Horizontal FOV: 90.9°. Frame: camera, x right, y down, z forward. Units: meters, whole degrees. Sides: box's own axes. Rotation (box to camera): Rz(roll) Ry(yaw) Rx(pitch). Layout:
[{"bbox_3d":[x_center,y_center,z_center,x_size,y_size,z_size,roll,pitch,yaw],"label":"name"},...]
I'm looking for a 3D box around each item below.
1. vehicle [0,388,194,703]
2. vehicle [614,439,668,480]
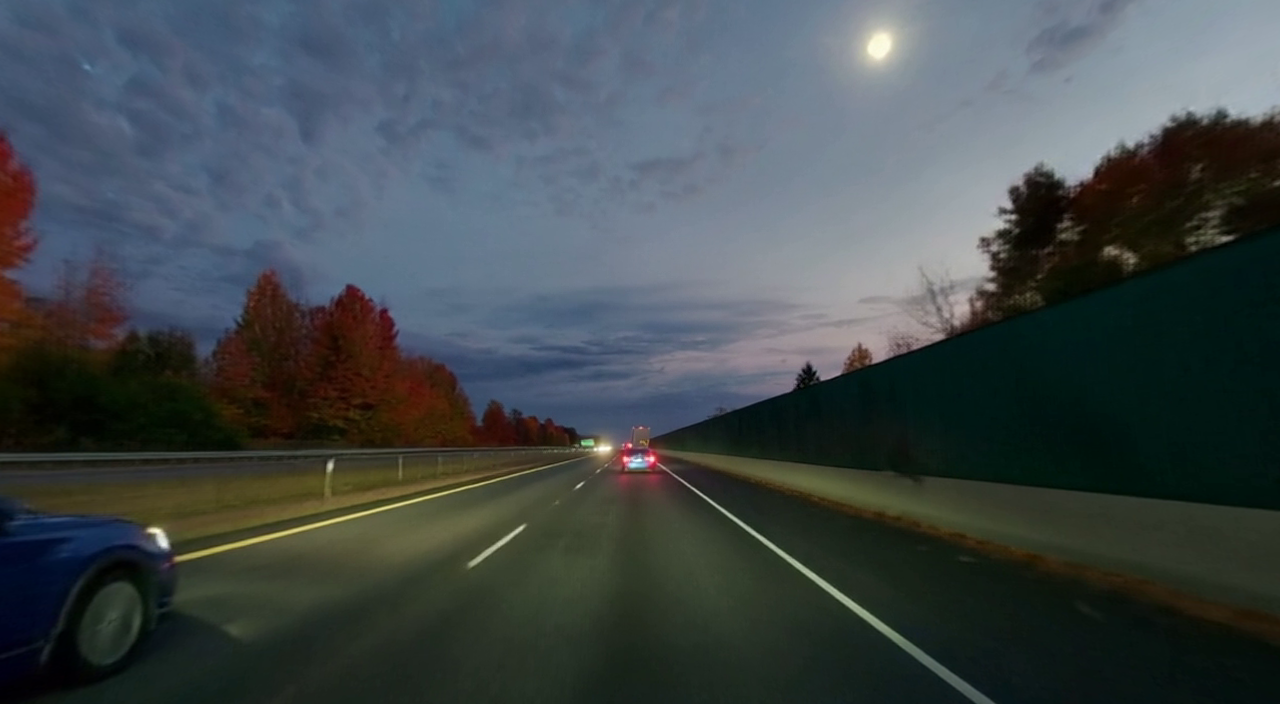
[{"bbox_3d":[-3.906,0.803,1.924,2.054,1.536,4.128,0,-8,-1],"label":"vehicle"},{"bbox_3d":[0.002,4.416,26.181,2.057,1.516,4.065,0,-8,-1],"label":"vehicle"}]
